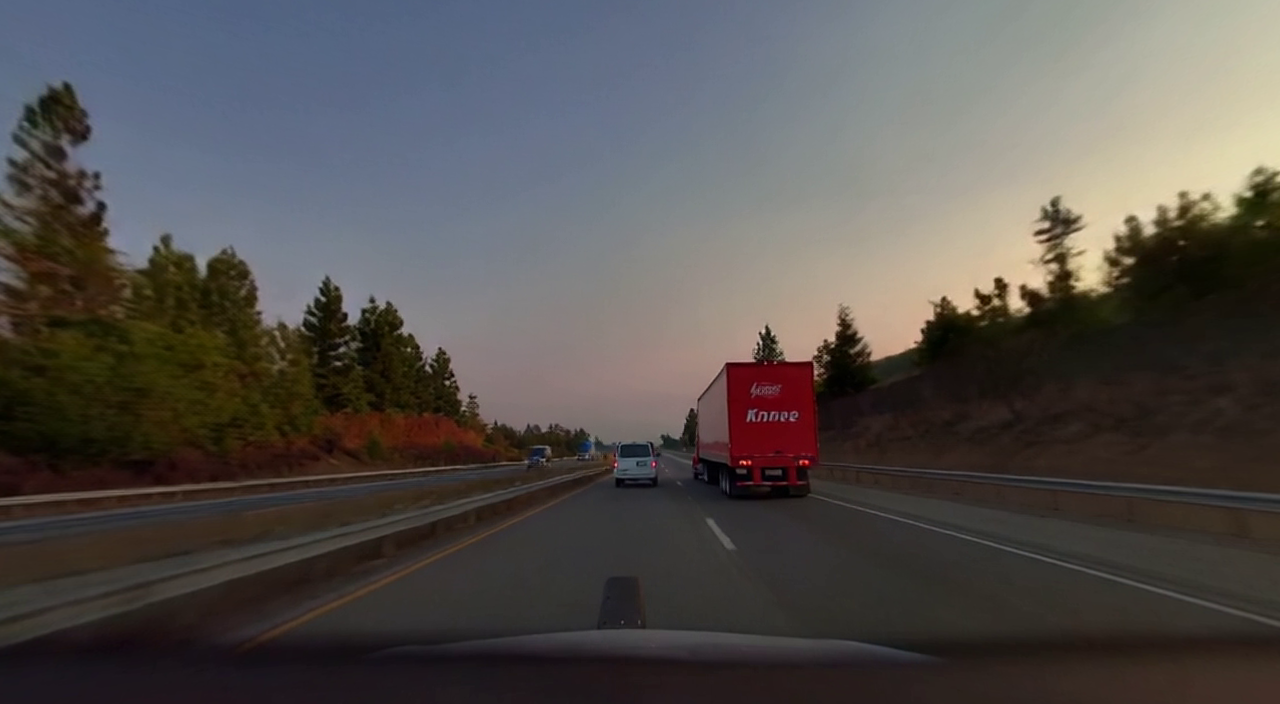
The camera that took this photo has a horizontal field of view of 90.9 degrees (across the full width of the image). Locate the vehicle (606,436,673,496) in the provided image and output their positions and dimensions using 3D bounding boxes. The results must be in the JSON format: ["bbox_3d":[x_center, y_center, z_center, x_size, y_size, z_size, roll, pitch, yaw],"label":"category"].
[{"bbox_3d":[0.041,3.903,21.953,2.105,1.865,4.102,0,-9,2],"label":"vehicle"}]

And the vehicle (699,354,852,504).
[{"bbox_3d":[4.155,2.993,23.061,3.030,3.985,12.707,0,-9,1],"label":"vehicle"}]
